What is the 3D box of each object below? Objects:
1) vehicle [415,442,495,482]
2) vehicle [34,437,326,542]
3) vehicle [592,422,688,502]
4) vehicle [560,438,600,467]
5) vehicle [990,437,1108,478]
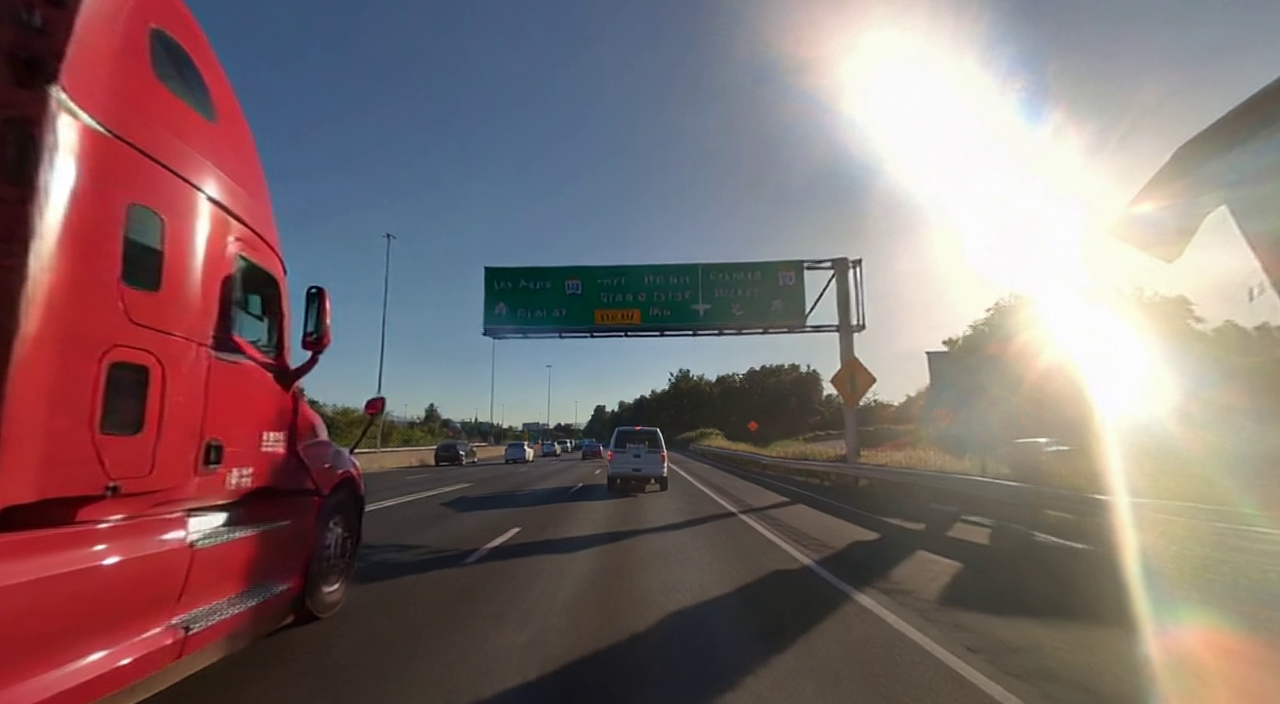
[{"bbox_3d":[-7.374,4.416,25.590,1.869,1.466,4.217,0,-9,1],"label":"vehicle"},{"bbox_3d":[-7.602,2.271,11.118,1.864,1.458,4.295,0,-9,0],"label":"vehicle"},{"bbox_3d":[0.000,2.774,16.194,2.152,1.779,3.924,0,-9,0],"label":"vehicle"},{"bbox_3d":[-3.549,6.041,38.164,1.952,1.649,4.131,0,-9,1],"label":"vehicle"},{"bbox_3d":[16.292,4.230,25.502,1.918,1.472,4.782,-1,-9,5],"label":"vehicle"}]
